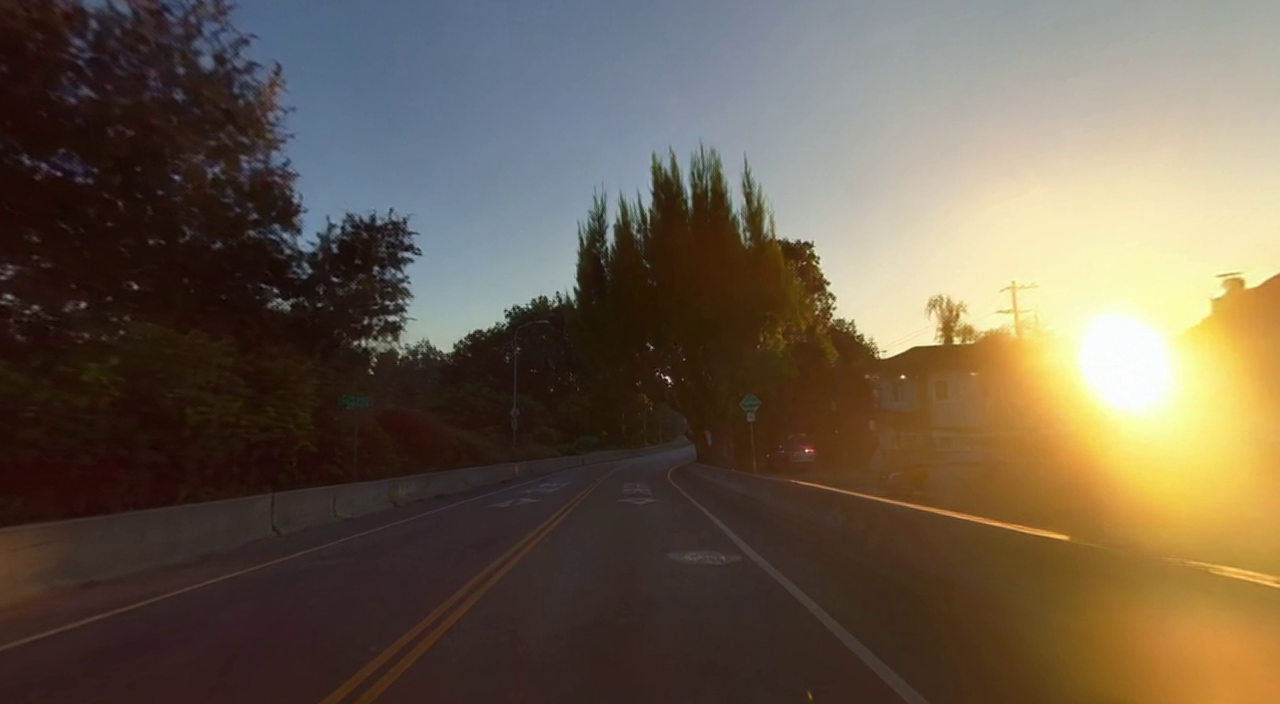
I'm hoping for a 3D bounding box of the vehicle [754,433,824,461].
[{"bbox_3d":[10.814,6.931,46.032,4.614,1.764,1.860,-3,-8,6],"label":"vehicle"}]
